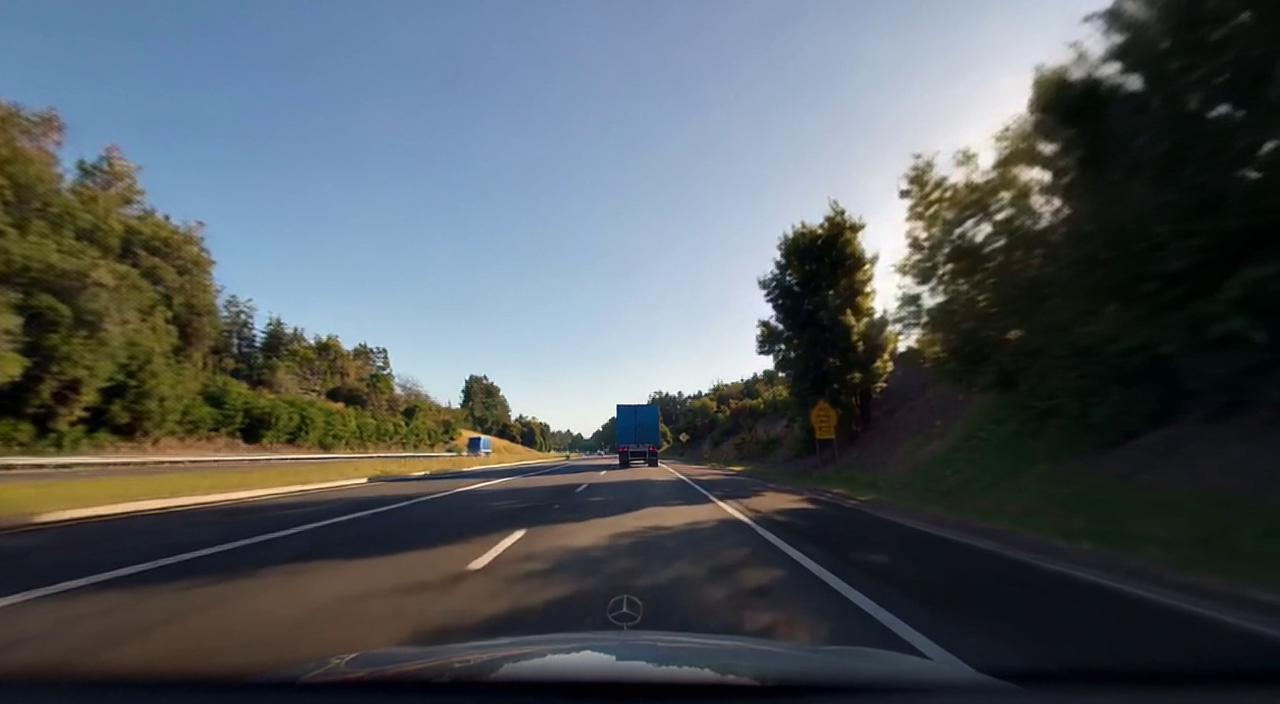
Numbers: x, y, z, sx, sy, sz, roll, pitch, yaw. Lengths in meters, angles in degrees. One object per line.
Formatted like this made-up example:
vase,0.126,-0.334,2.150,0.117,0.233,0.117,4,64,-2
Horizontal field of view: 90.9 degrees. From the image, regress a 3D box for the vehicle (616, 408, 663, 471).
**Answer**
vehicle,-0.083,6.423,45.700,2.982,3.947,11.075,0,-9,-1
